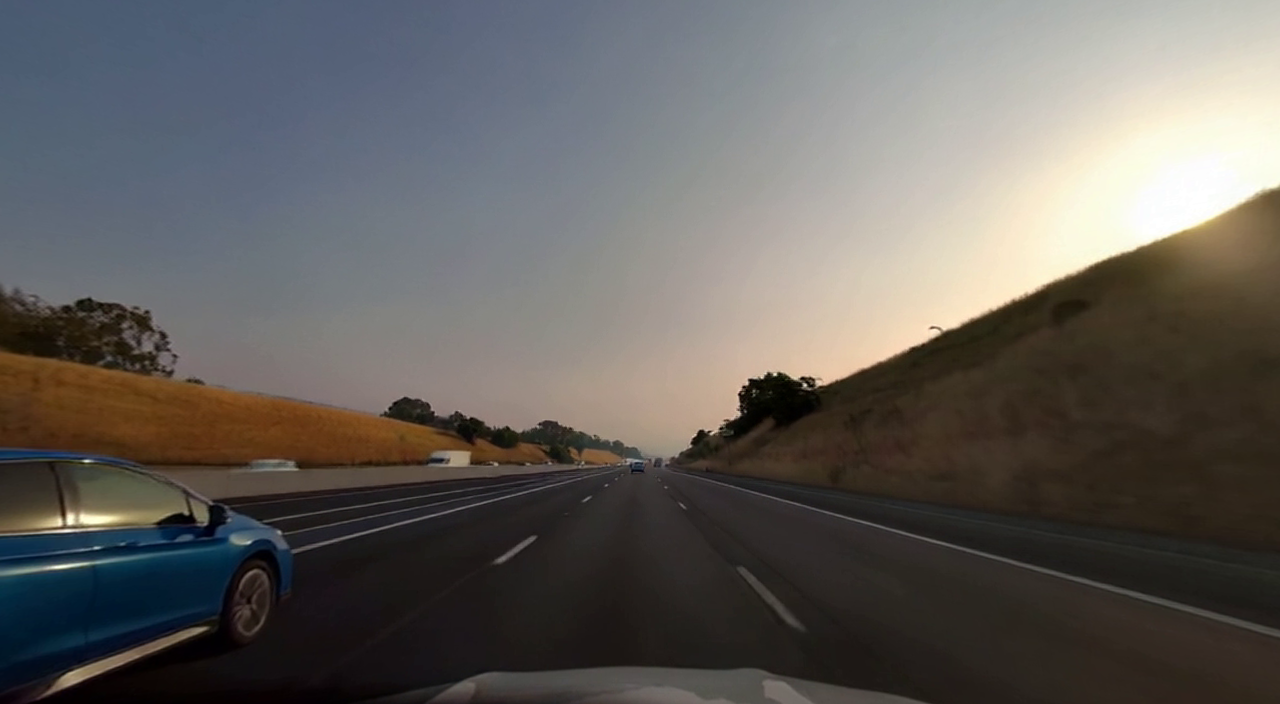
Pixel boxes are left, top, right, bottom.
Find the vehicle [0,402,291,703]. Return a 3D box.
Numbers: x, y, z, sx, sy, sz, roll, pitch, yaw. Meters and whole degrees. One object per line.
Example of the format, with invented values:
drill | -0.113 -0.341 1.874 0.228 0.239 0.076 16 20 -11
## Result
vehicle | -3.170 0.832 1.631 2.016 1.506 4.387 1 -10 -1
